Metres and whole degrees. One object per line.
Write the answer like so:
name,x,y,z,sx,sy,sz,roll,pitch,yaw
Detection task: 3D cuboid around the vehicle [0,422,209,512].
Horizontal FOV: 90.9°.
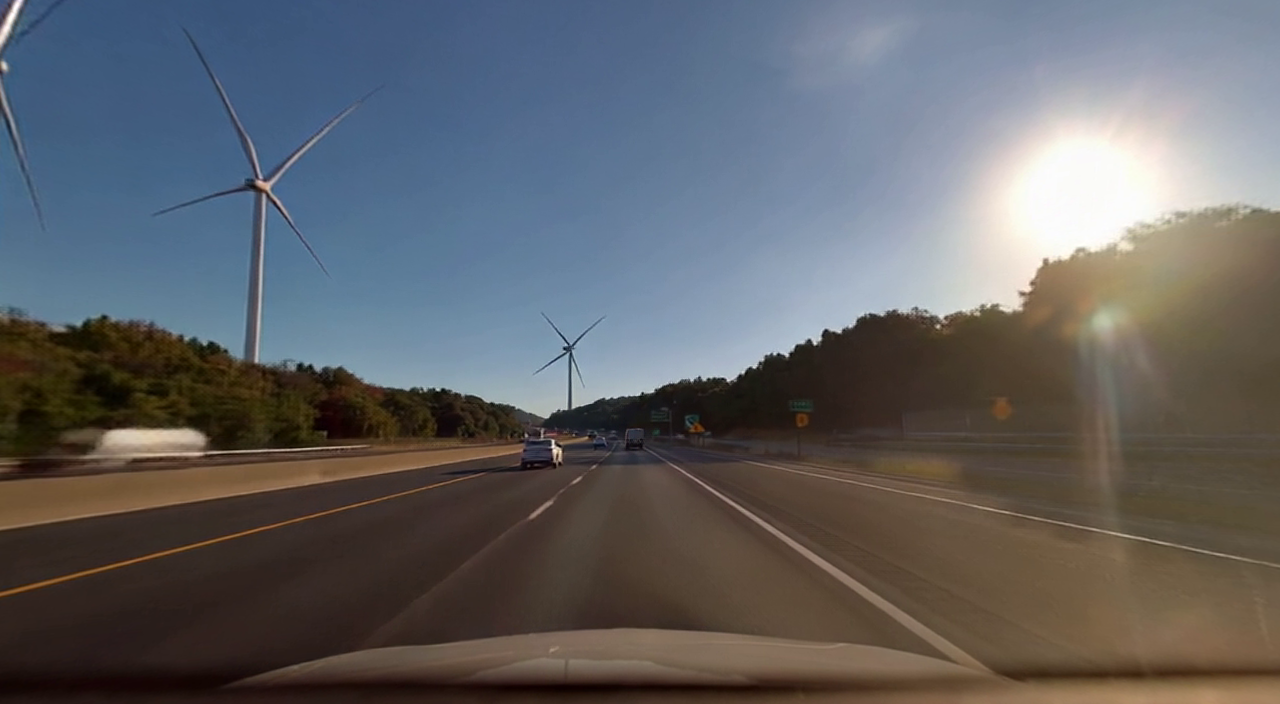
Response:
vehicle,-12.665,2.575,14.690,1.999,1.752,4.588,0,-8,-1

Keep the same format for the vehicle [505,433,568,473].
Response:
vehicle,-4.200,4.132,26.113,1.950,1.511,3.965,0,-8,0
